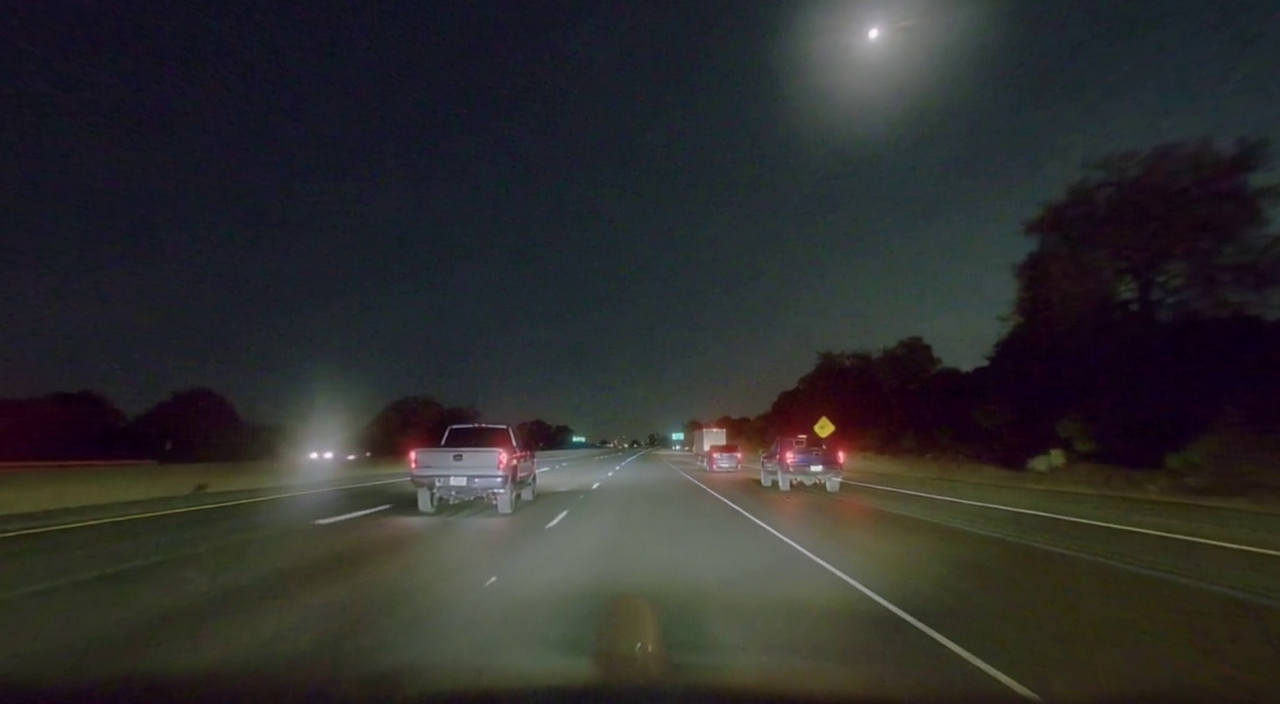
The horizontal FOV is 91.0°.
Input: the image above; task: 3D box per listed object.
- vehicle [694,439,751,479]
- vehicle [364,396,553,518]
[{"bbox_3d":[3.687,4.877,29.005,2.095,1.668,4.135,0,-9,0],"label":"vehicle"},{"bbox_3d":[-3.748,2.399,14.718,2.496,2.203,6.317,0,-9,0],"label":"vehicle"}]
